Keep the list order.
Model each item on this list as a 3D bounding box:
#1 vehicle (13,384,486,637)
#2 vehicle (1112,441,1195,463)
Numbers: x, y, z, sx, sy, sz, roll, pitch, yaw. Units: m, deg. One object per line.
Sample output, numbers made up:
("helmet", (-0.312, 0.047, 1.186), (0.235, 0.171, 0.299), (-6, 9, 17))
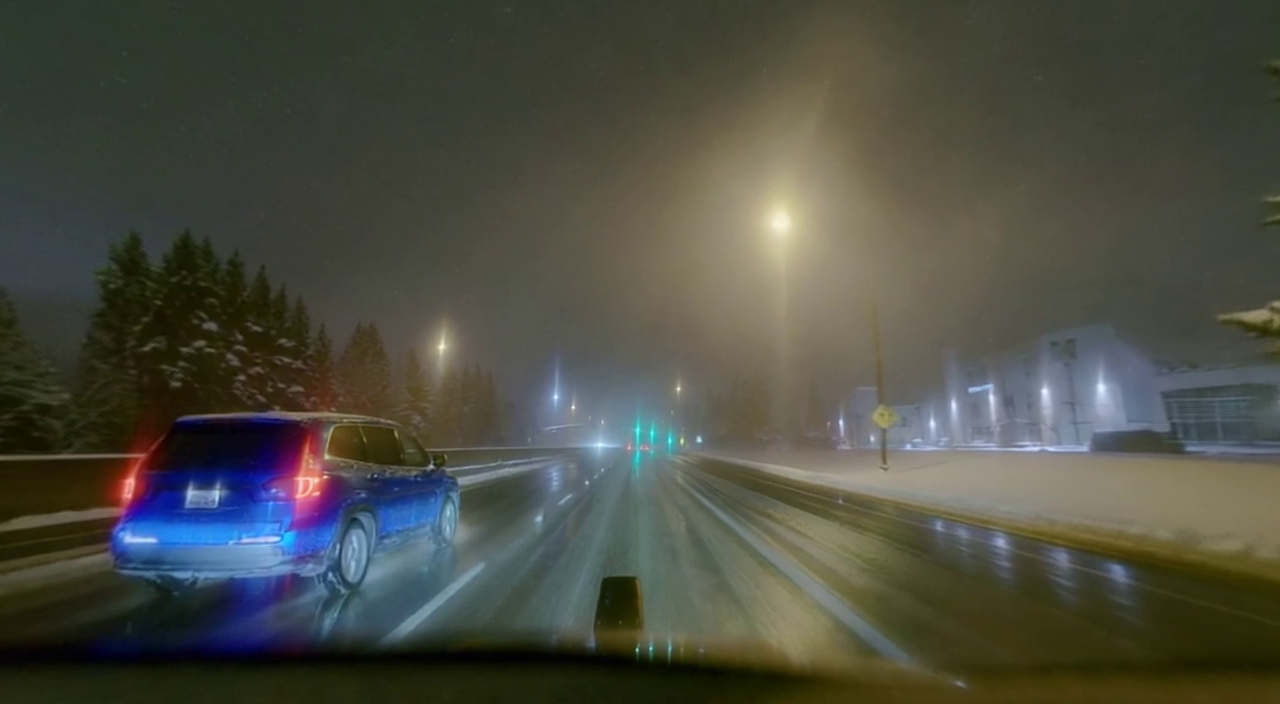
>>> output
("vehicle", (-3.216, 1.417, 6.605), (2.033, 1.713, 4.503), (0, -9, 0))
("vehicle", (37.471, 7.308, 45.993), (4.447, 1.464, 1.793), (1, -9, 0))
